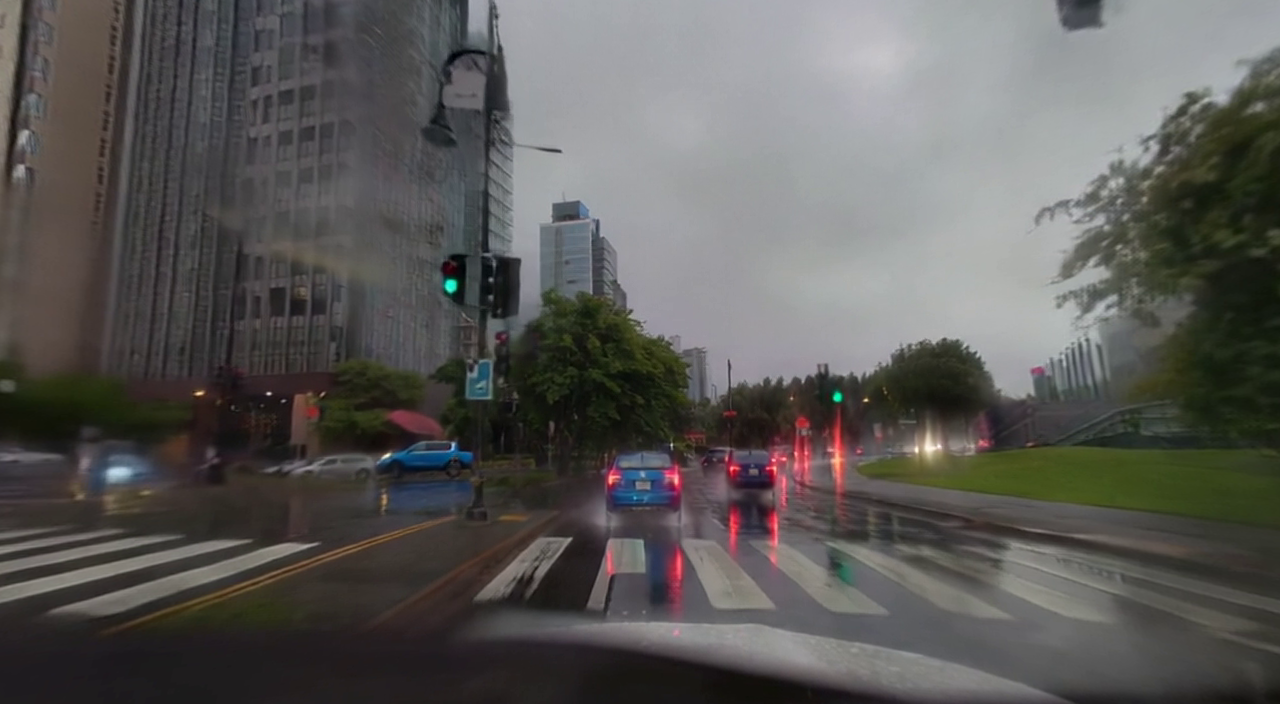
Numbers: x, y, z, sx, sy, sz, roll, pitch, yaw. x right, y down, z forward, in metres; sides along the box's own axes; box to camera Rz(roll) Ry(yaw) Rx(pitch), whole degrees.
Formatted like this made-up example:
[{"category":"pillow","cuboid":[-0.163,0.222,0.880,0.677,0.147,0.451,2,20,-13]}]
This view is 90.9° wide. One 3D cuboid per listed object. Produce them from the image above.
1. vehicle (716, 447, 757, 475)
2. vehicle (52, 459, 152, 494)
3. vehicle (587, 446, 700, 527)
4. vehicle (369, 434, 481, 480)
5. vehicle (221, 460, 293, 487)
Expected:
[{"category":"vehicle","cuboid":[6.646,7.348,42.836,2.212,1.790,4.768,-3,-9,15]},{"category":"vehicle","cuboid":[-22.560,5.206,26.509,1.433,1.269,2.779,-5,-9,26]},{"category":"vehicle","cuboid":[0.010,2.826,13.847,2.118,1.480,3.949,0,-9,-1]},{"category":"vehicle","cuboid":[-14.062,6.923,41.925,2.287,2.780,7.166,-6,-10,31]},{"category":"vehicle","cuboid":[-19.246,6.090,31.759,1.259,1.181,2.744,-6,-10,30]}]
